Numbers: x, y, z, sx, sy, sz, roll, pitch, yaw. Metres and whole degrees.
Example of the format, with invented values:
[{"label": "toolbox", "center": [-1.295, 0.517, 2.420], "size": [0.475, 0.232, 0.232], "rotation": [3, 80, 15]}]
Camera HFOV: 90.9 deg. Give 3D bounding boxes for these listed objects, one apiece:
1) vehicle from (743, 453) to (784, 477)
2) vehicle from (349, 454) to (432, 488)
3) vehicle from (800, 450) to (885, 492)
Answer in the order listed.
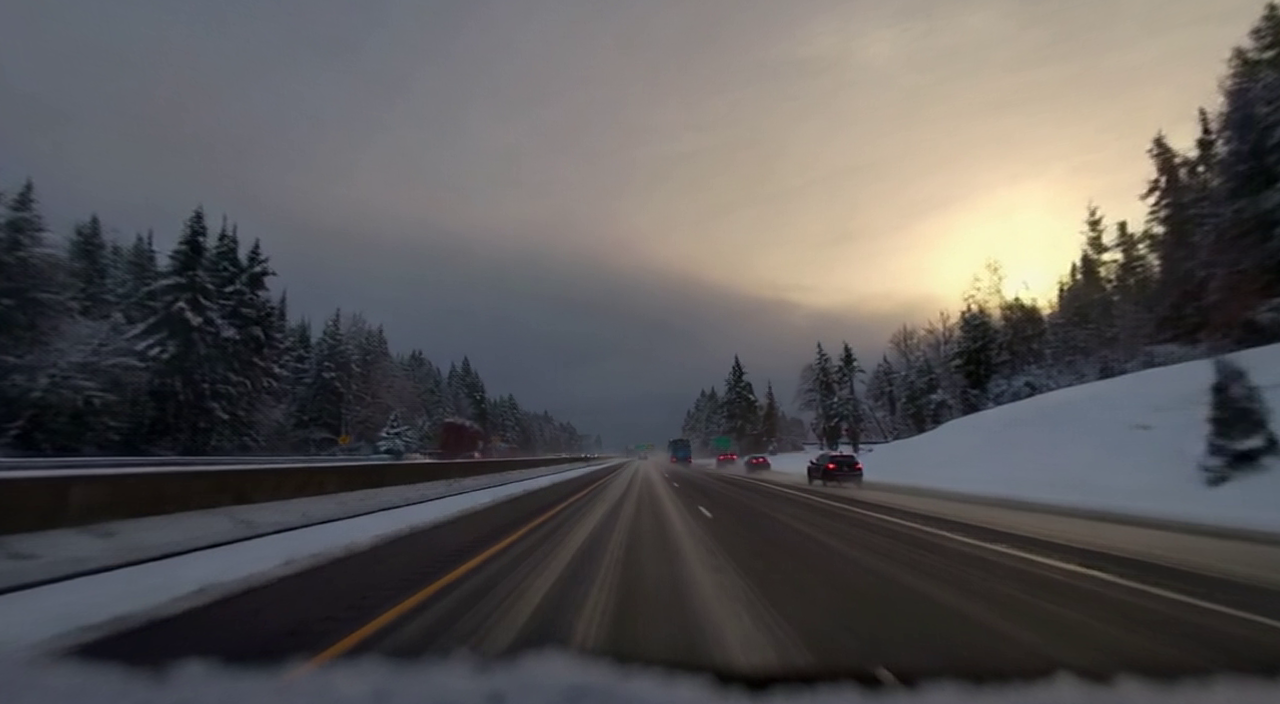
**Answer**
[{"label": "vehicle", "center": [8.268, 7.586, 42.604], "size": [1.842, 1.475, 4.479], "rotation": [0, -9, 0]}, {"label": "vehicle", "center": [-11.747, 5.603, 30.013], "size": [2.024, 1.459, 4.497], "rotation": [0, -9, 1]}, {"label": "vehicle", "center": [7.945, 4.696, 25.240], "size": [1.907, 1.495, 4.517], "rotation": [0, -9, 0]}]
